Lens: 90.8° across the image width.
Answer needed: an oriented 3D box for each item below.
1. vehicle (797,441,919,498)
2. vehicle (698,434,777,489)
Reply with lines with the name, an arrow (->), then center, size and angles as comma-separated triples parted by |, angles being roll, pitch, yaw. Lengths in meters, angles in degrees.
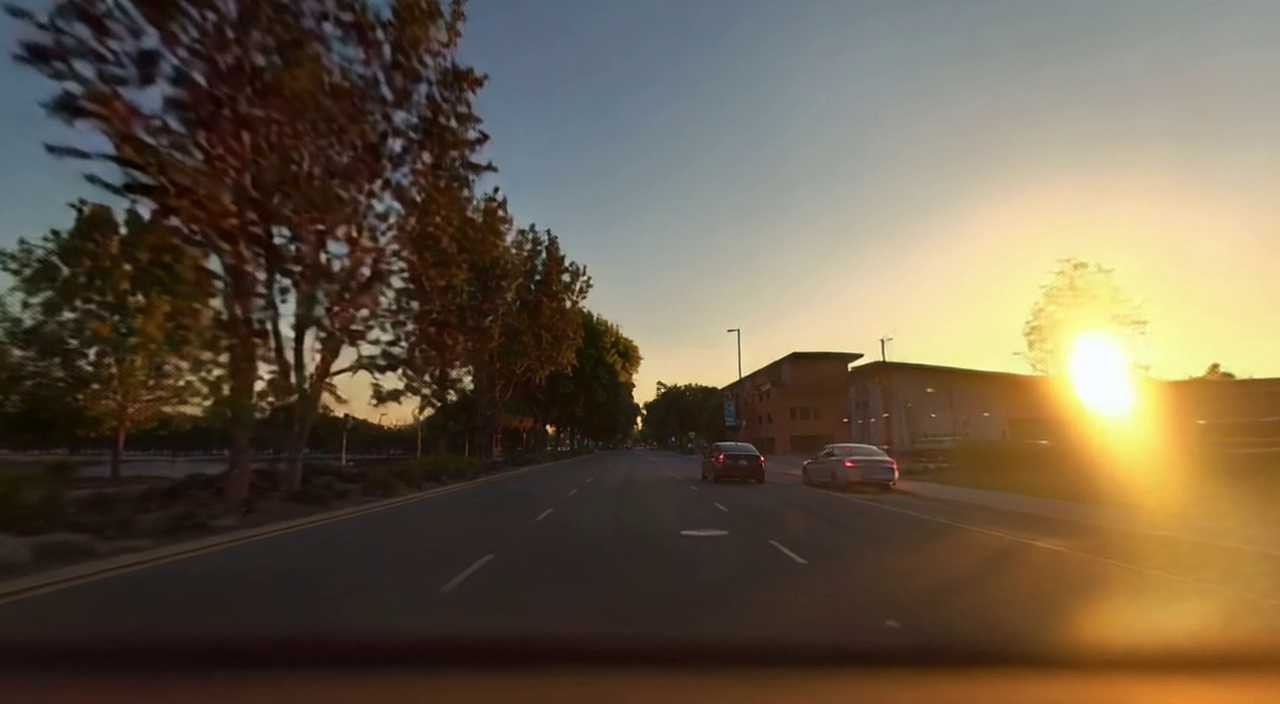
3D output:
vehicle -> 6.725, 3.629, 20.170 | 1.918, 1.544, 4.871 | 0, -8, -3
vehicle -> 3.385, 3.890, 22.800 | 2.083, 1.743, 4.354 | 0, -8, -1
